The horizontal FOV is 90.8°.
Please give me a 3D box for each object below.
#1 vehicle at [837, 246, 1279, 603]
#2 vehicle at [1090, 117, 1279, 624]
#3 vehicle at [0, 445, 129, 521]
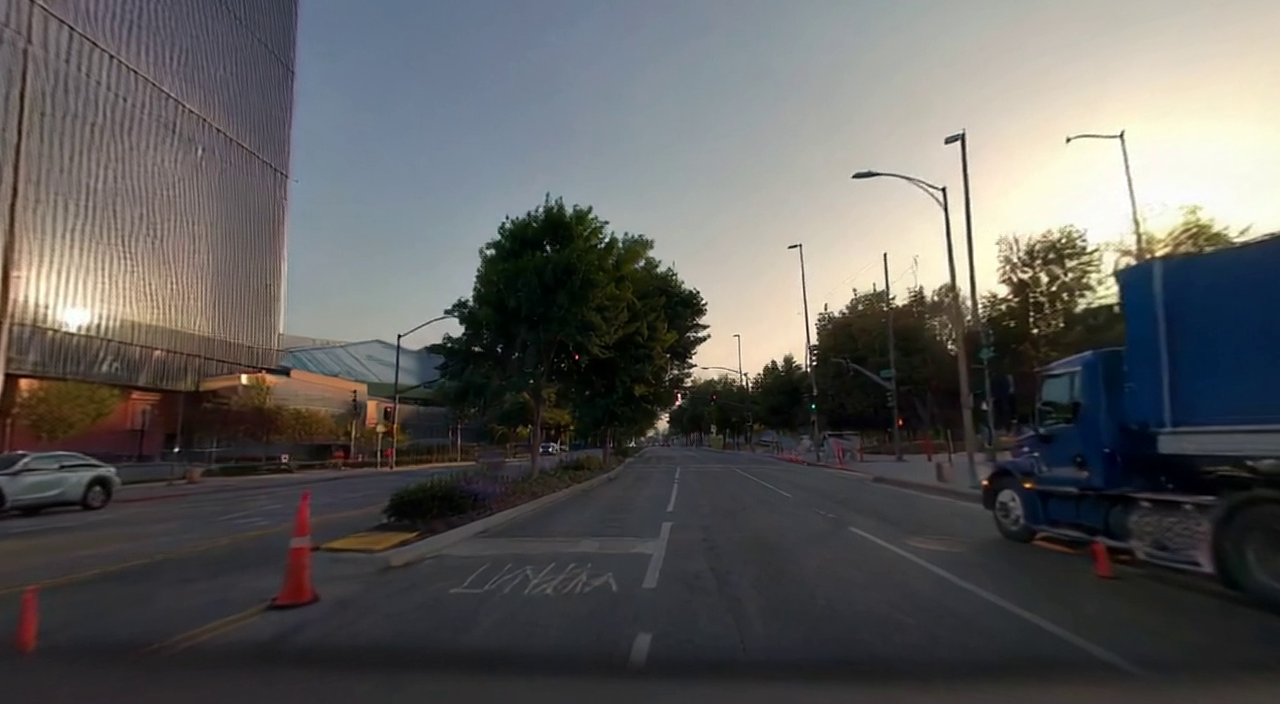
[{"bbox_3d":[6.877,1.481,12.215,3.016,4.240,9.383,0,-9,0],"label":"vehicle"},{"bbox_3d":[6.421,-0.289,1.940,3.176,3.913,9.805,0,-8,3],"label":"vehicle"},{"bbox_3d":[-15.136,3.042,14.887,1.925,1.665,4.893,0,-8,2],"label":"vehicle"}]
